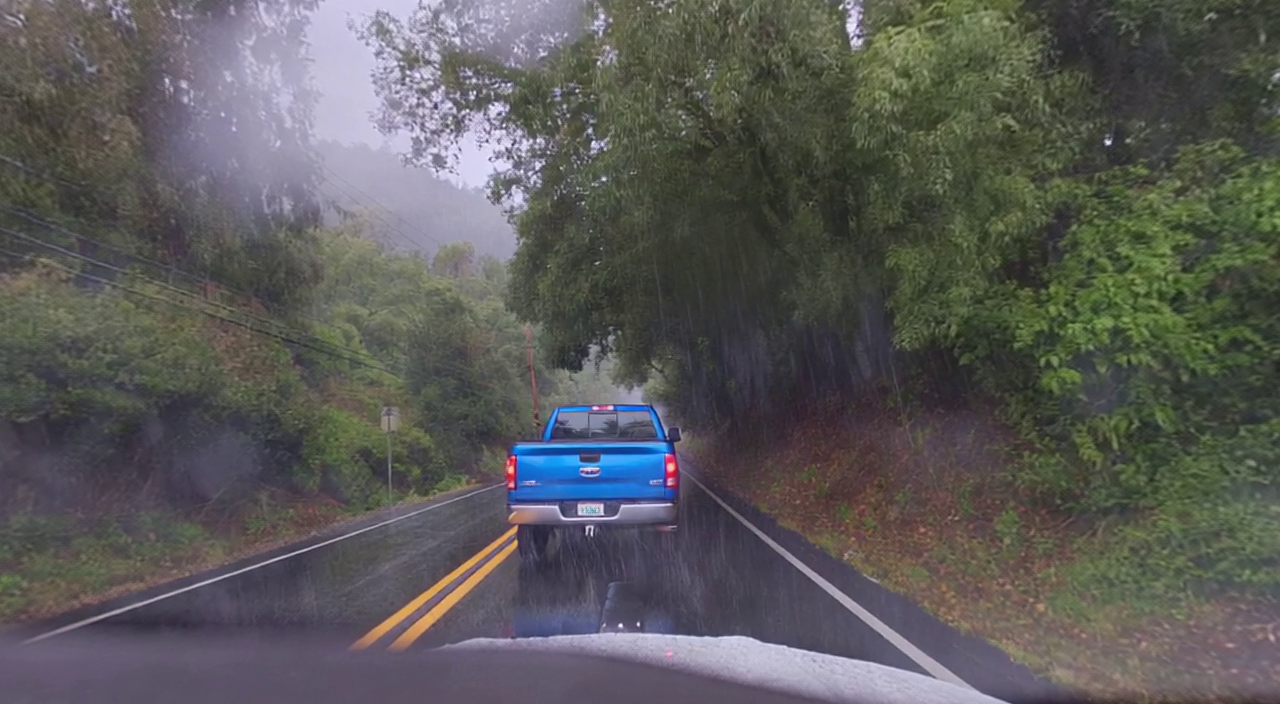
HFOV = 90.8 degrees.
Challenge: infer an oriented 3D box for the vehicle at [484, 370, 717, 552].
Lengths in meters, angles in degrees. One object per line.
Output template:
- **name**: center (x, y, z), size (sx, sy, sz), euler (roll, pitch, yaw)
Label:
- **vehicle**: center (-0.529, 1.761, 10.772), size (2.837, 2.223, 5.885), euler (0, -8, -1)
